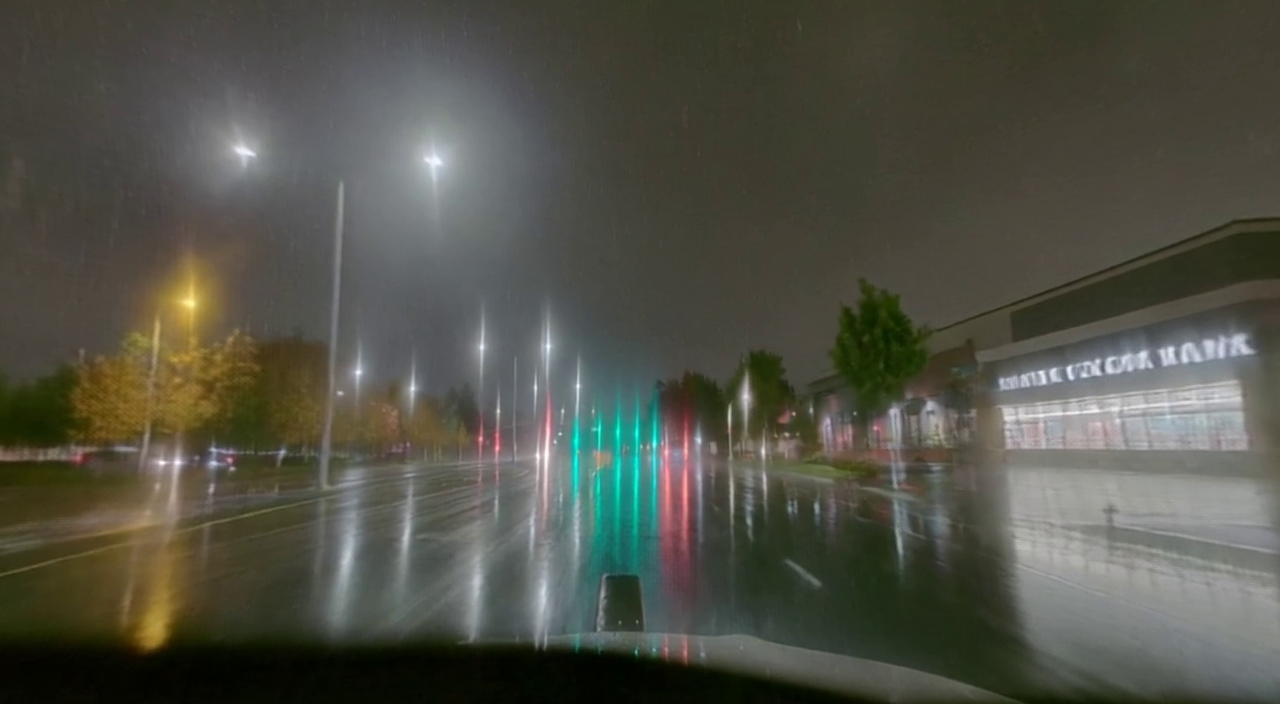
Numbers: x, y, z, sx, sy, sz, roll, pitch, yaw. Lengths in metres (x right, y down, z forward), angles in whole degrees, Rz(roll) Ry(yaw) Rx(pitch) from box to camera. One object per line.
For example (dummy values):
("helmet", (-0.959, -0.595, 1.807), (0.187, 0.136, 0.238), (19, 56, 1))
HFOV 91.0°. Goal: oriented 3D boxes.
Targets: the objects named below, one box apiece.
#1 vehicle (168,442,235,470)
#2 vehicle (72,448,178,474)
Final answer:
("vehicle", (-33.389, 7.905, 47.948), (3.825, 1.489, 1.778), (-7, -7, -2))
("vehicle", (-32.871, 6.946, 40.279), (4.736, 1.573, 2.176), (0, -8, -3))
